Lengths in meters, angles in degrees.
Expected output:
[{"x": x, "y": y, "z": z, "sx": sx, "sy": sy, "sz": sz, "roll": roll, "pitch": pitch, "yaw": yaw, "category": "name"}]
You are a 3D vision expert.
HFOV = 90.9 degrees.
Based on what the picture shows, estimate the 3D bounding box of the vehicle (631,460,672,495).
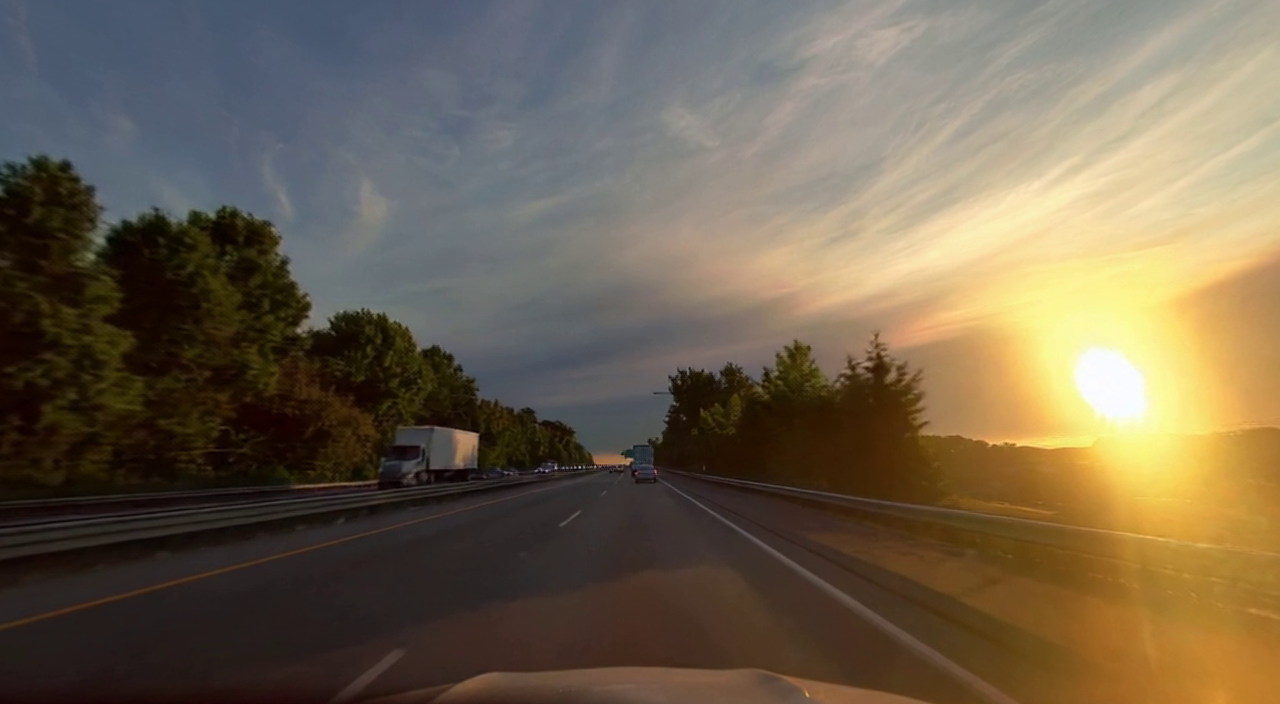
[{"x": 0.565, "y": 6.588, "z": 33.324, "sx": 2.048, "sy": 1.663, "sz": 4.377, "roll": 1, "pitch": -10, "yaw": 0, "category": "vehicle"}]

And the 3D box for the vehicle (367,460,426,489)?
[{"x": -14.887, "y": 7.516, "z": 38.798, "sx": 1.892, "sy": 1.594, "sz": 4.384, "roll": 1, "pitch": -10, "yaw": -1, "category": "vehicle"}]
